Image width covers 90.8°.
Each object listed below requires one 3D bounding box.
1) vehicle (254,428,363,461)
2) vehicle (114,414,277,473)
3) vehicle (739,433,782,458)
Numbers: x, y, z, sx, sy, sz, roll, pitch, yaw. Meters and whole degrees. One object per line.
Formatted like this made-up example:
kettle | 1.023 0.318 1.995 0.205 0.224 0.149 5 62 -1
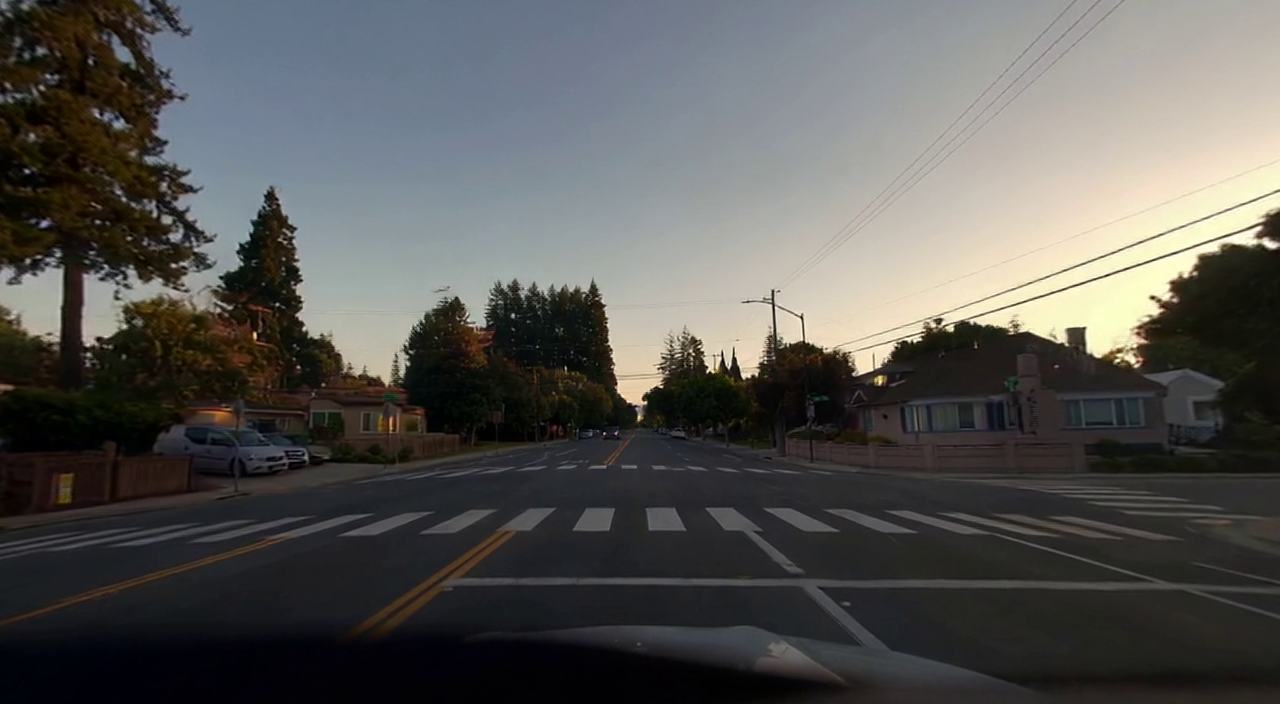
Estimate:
vehicle | -17.972 5.055 34.427 4.743 1.734 1.994 0 -9 0
vehicle | -17.939 3.712 25.733 4.800 2.259 2.303 0 -9 -1
vehicle | 7.970 6.285 42.211 2.029 1.554 4.705 0 -9 1
